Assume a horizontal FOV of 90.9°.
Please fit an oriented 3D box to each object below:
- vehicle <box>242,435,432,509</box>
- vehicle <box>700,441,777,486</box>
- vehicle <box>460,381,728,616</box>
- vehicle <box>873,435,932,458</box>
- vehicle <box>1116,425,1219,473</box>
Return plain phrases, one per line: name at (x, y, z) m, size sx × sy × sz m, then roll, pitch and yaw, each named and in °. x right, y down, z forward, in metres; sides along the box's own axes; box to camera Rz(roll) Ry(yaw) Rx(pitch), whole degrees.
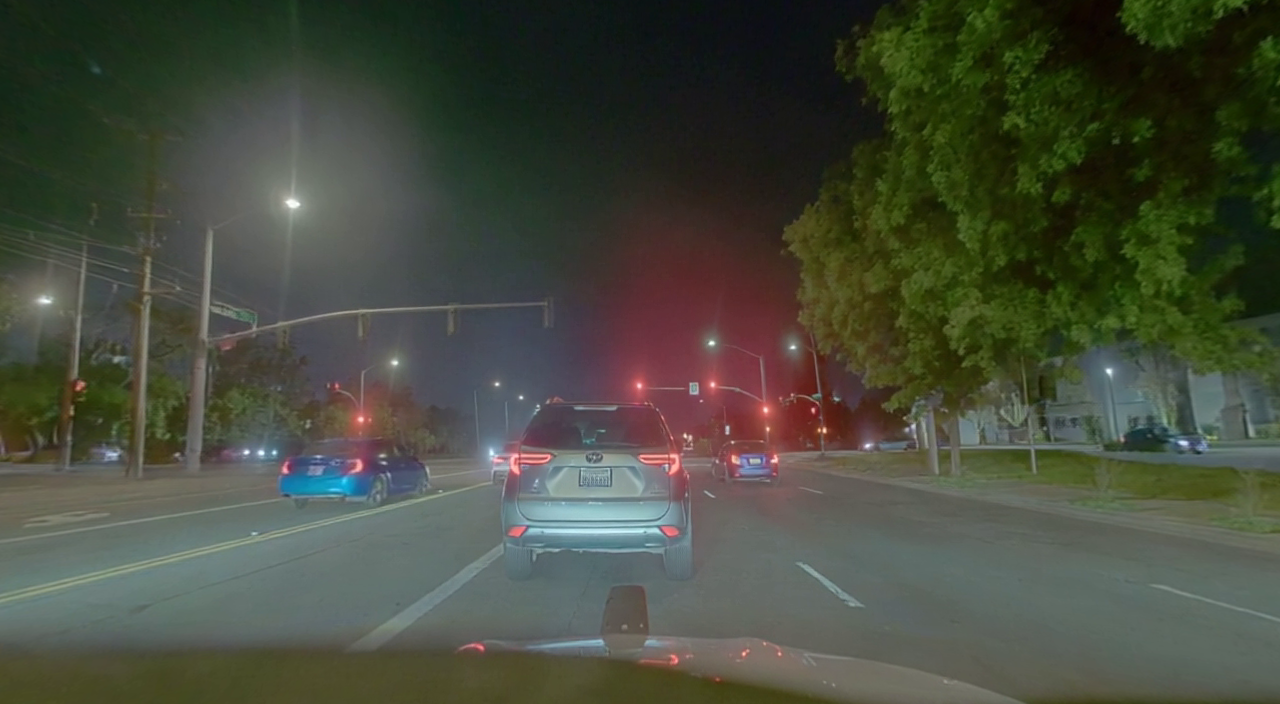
vehicle at (-6.954, 2.791, 15.266) m, size 2.060 × 1.473 × 4.950 m, roll 0°, pitch -8°, yaw 1°
vehicle at (3.360, 3.899, 22.385) m, size 2.104 × 1.441 × 4.240 m, roll 0°, pitch -8°, yaw 1°
vehicle at (-0.348, 1.446, 7.102) m, size 2.064 × 1.817 × 4.298 m, roll 0°, pitch -8°, yaw 0°
vehicle at (19.985, 7.208, 47.917) m, size 4.361 × 1.653 × 2.034 m, roll 6°, pitch -10°, yaw -35°
vehicle at (19.234, 3.516, 22.931) m, size 4.215 × 1.578 × 1.892 m, roll 7°, pitch -11°, yaw -37°
